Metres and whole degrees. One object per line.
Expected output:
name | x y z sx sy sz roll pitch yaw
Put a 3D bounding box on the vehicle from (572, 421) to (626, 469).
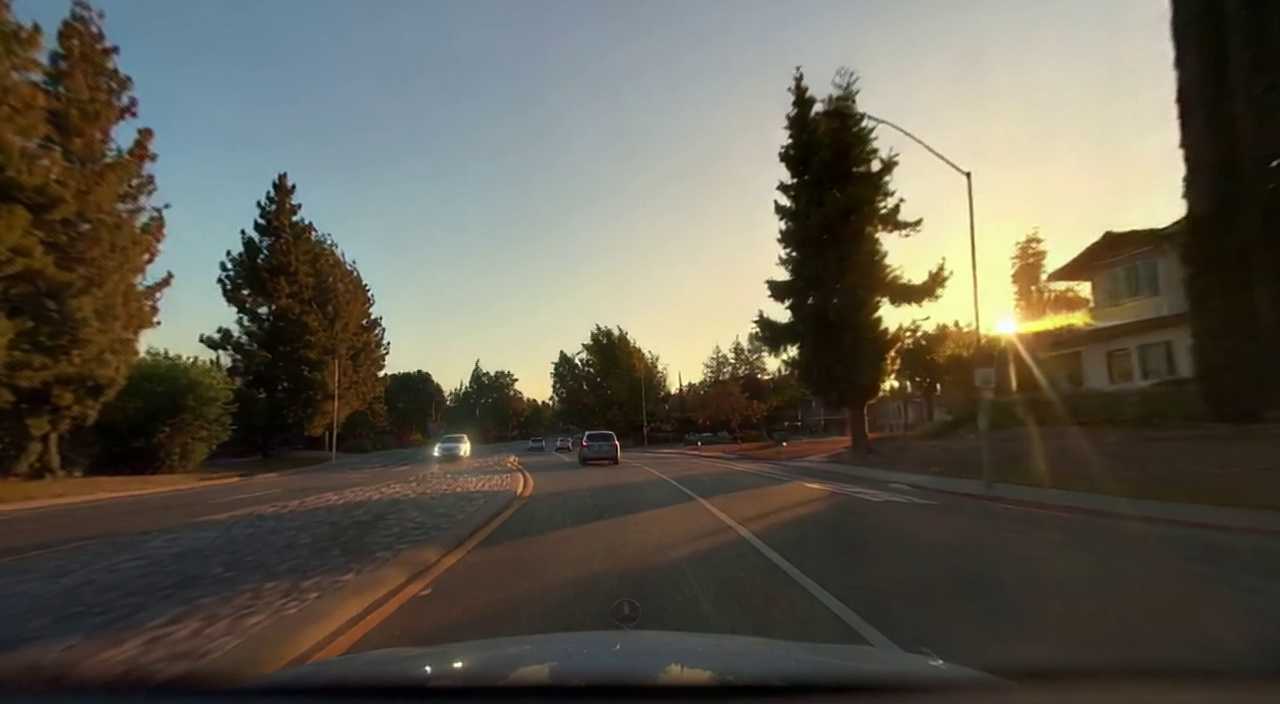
vehicle | -1.967 4.282 29.109 2.072 2.002 4.391 2 -8 -9
